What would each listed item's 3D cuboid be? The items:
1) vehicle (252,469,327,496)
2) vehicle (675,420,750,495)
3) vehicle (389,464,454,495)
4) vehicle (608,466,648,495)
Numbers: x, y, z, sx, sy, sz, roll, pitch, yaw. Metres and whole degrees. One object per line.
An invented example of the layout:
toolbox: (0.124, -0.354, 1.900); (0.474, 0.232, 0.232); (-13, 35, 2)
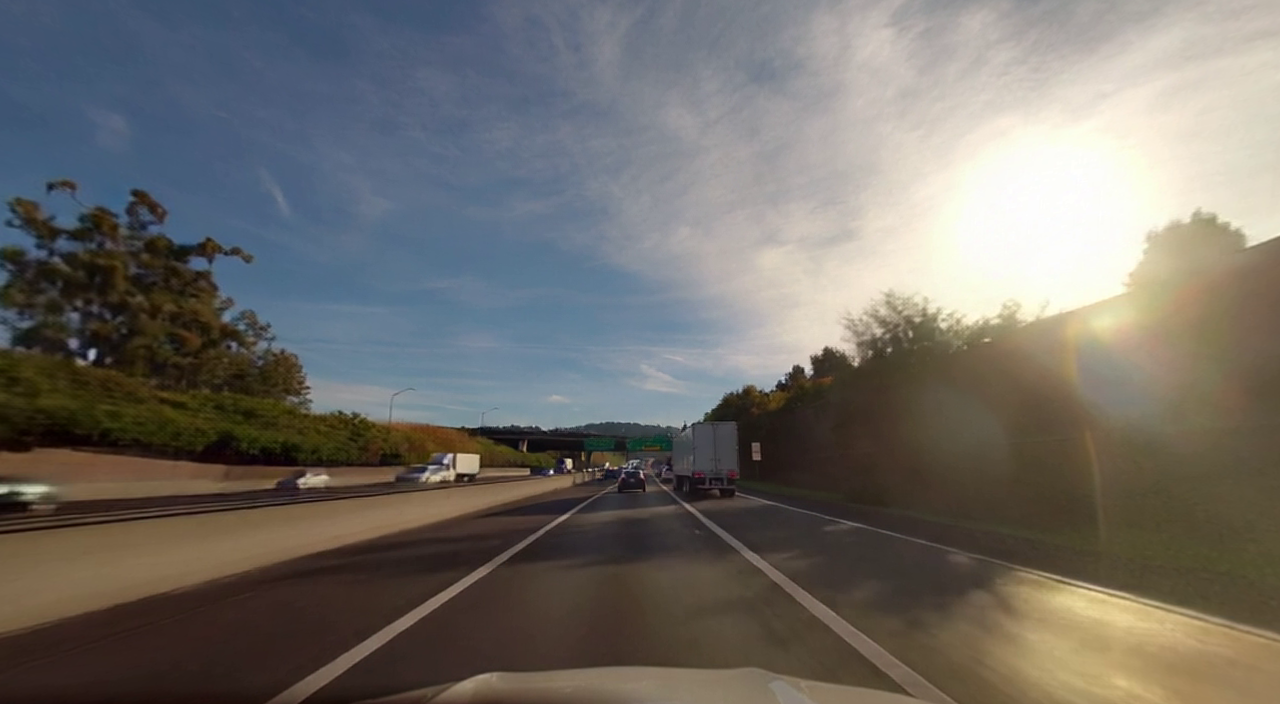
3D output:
vehicle: (-20.460, 7.618, 36.993); (1.808, 1.473, 4.416); (1, -10, 1)
vehicle: (4.349, 7.055, 41.665); (3.218, 4.001, 14.492); (1, -10, 0)
vehicle: (-12.711, 7.449, 37.061); (2.035, 1.634, 4.727); (1, -10, 1)
vehicle: (-0.644, 6.970, 34.255); (2.010, 1.436, 3.973); (1, -10, -1)
